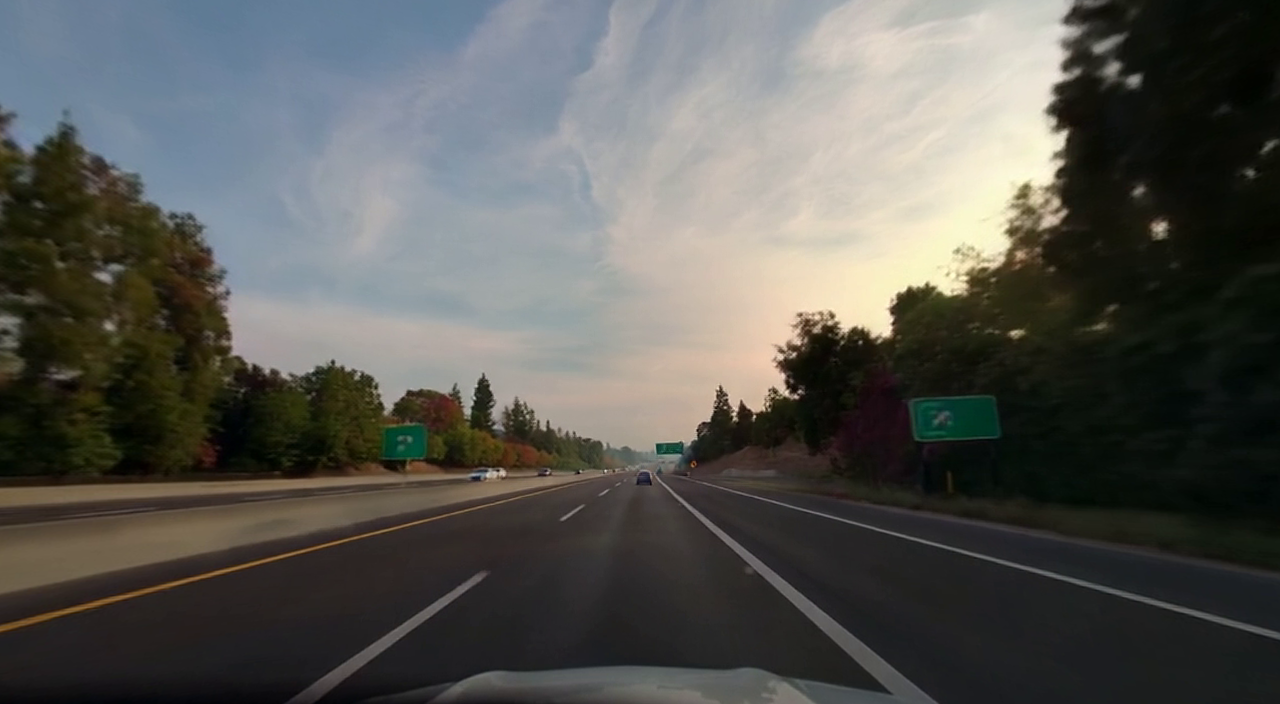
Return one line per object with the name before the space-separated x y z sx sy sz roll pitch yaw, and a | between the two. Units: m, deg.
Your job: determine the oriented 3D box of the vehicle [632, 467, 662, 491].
vehicle | 0.462 8.930 44.505 2.016 1.530 4.009 1 -11 0
